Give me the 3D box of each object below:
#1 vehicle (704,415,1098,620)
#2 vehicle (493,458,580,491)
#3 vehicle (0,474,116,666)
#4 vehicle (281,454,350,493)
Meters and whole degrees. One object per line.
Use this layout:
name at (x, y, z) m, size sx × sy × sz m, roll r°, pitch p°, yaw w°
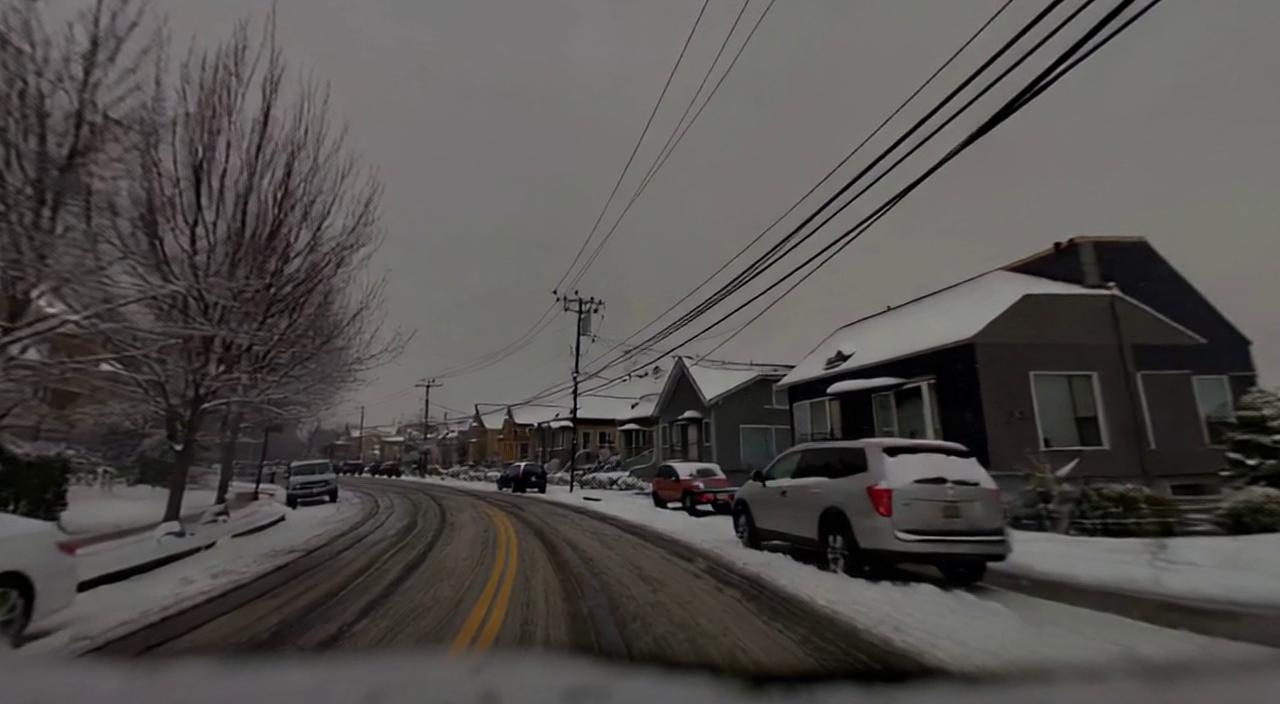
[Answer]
vehicle at (2.977, 2.092, 9.015) m, size 2.449 × 1.869 × 5.504 m, roll 6°, pitch -10°, yaw -11°
vehicle at (-7.127, 8.519, 43.693) m, size 5.523 × 2.018 × 2.216 m, roll 8°, pitch -17°, yaw -34°
vehicle at (-6.113, 1.578, 3.822) m, size 2.197 × 1.462 × 4.524 m, roll 0°, pitch -9°, yaw -4°
vehicle at (-13.615, 5.003, 26.377) m, size 1.930 × 1.451 × 4.338 m, roll 6°, pitch -11°, yaw -34°
